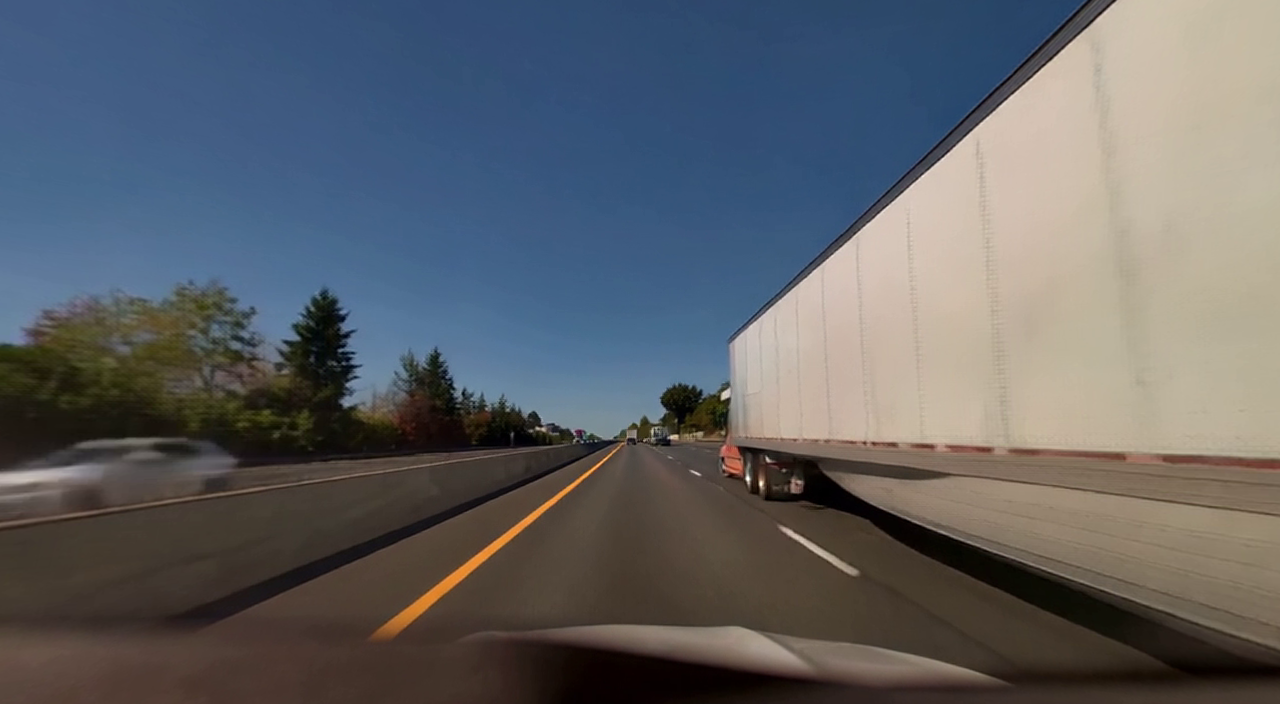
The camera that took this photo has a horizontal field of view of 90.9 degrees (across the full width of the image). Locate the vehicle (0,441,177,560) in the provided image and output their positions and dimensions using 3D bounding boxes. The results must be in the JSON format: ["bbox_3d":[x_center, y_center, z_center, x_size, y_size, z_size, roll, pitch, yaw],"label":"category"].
[{"bbox_3d":[-9.030,1.974,8.680,2.106,1.457,4.262,0,-8,-1],"label":"vehicle"}]

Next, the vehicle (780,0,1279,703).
[{"bbox_3d":[3.656,-0.377,2.342,2.954,3.995,13.335,0,-8,-1],"label":"vehicle"}]
